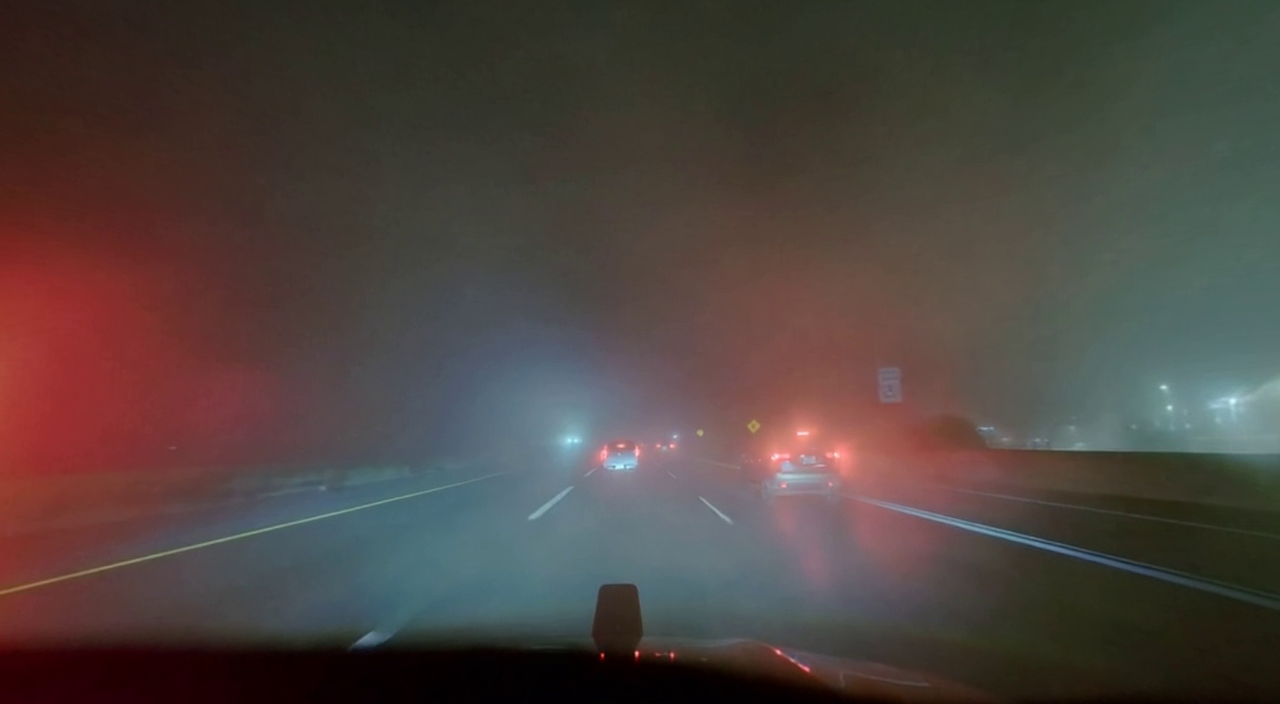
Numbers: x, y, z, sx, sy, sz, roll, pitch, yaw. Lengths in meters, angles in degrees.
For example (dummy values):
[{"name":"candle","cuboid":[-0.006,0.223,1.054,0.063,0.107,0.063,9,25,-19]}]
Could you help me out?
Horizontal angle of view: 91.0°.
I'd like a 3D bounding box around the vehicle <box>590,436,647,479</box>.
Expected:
[{"name":"vehicle","cuboid":[-0.830,4.277,25.759,2.147,1.576,3.964,0,-8,-1]}]
